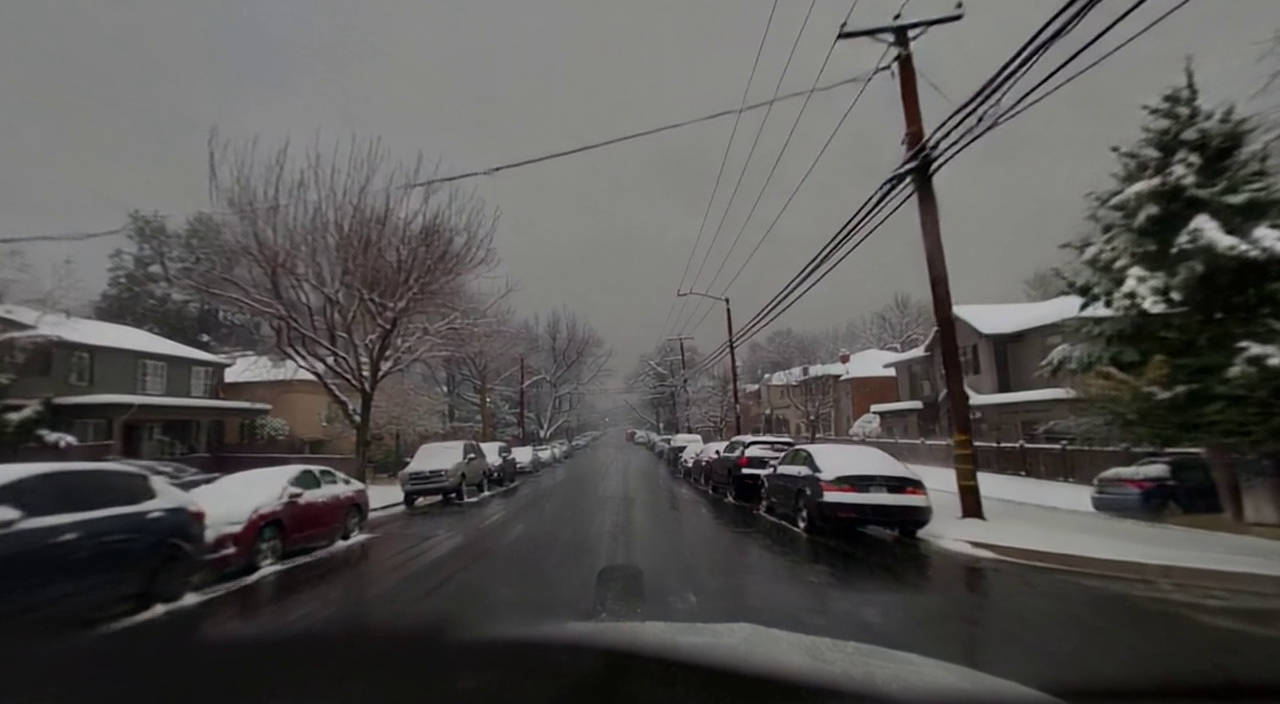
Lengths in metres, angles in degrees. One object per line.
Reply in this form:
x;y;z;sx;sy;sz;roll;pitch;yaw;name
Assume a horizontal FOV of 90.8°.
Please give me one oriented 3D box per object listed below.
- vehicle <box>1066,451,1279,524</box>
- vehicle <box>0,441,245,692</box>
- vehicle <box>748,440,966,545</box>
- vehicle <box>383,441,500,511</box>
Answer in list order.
12.010;2.881;13.682;4.292;1.389;1.771;0;-8;-2;vehicle
-5.468;1.578;4.957;2.032;1.716;4.382;0;-8;-3;vehicle
3.606;2.427;11.732;2.174;1.504;4.809;0;-8;-2;vehicle
-6.261;3.935;20.812;2.184;1.958;5.757;0;-8;-2;vehicle
